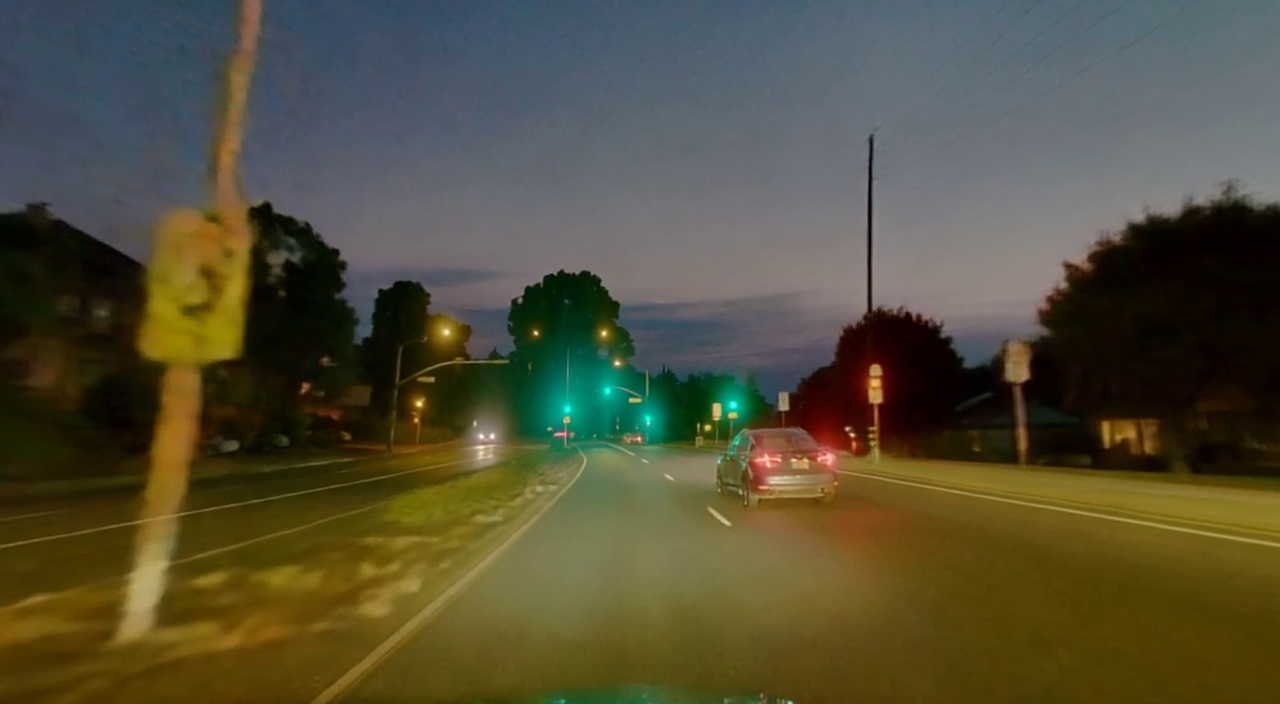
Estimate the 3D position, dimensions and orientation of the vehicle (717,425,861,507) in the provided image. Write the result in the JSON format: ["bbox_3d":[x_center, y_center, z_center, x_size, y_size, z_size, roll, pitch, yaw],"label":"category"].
[{"bbox_3d":[2.971,2.380,13.549,1.960,1.479,4.086,0,-8,-2],"label":"vehicle"}]

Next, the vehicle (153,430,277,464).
[{"bbox_3d":[-21.474,4.824,32.053,4.717,1.615,2.014,2,-9,-11],"label":"vehicle"}]
